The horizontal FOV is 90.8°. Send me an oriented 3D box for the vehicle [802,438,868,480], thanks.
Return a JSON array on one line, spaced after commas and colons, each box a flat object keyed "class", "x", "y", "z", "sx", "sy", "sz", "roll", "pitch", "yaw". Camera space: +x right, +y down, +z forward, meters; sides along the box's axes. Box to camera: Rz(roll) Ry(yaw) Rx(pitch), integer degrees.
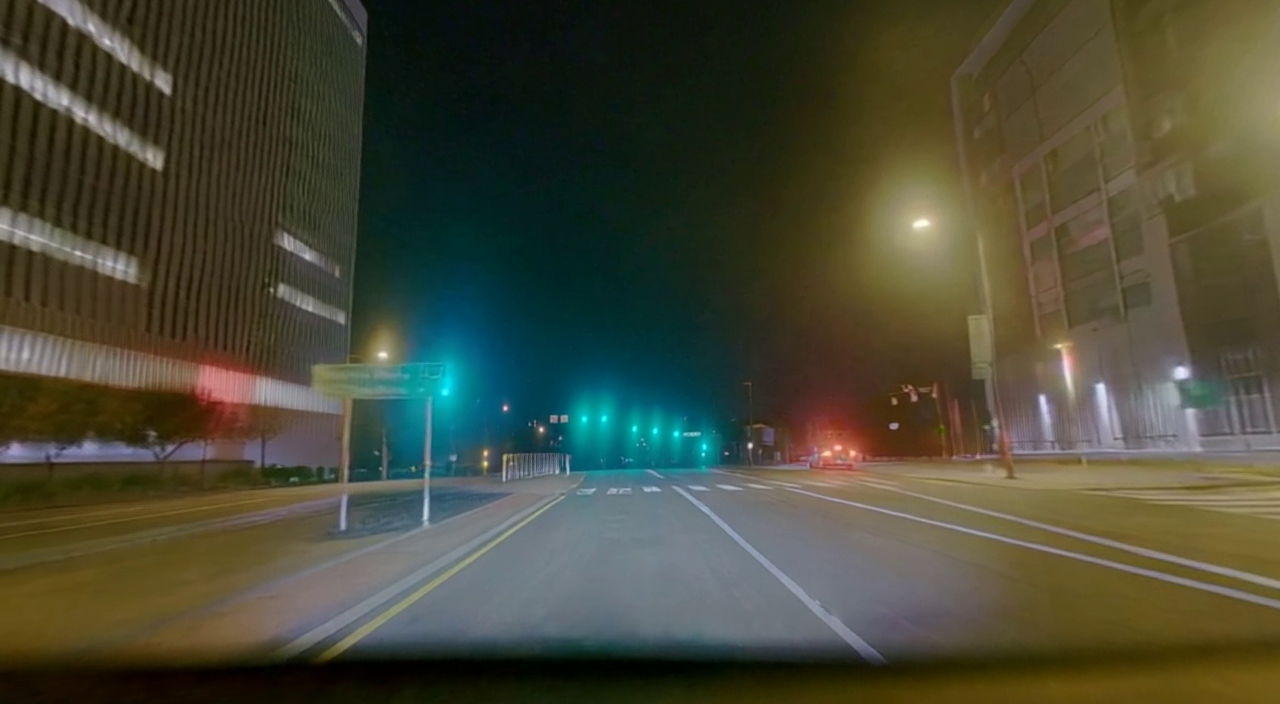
[{"class": "vehicle", "x": 9.967, "y": 5.545, "z": 32.709, "sx": 2.101, "sy": 1.957, "sz": 4.718, "roll": 0, "pitch": -10, "yaw": 3}]
